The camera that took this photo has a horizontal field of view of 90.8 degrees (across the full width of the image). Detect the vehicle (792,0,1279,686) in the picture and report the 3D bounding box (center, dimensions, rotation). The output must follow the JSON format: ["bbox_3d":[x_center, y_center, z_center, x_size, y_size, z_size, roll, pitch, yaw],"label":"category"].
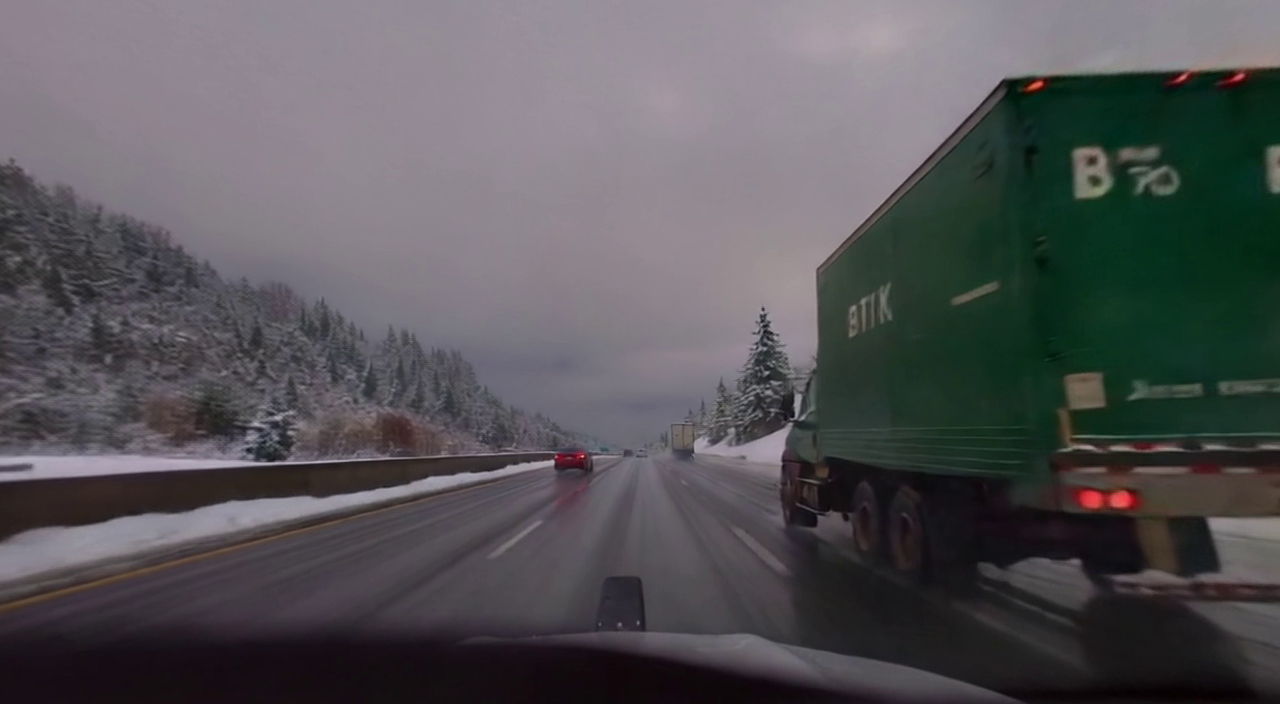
[{"bbox_3d":[3.999,0.249,6.758,2.999,4.023,6.337,0,-9,-1],"label":"vehicle"}]

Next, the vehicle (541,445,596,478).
[{"bbox_3d":[-3.521,5.524,32.066,2.060,1.475,5.314,0,-9,1],"label":"vehicle"}]
